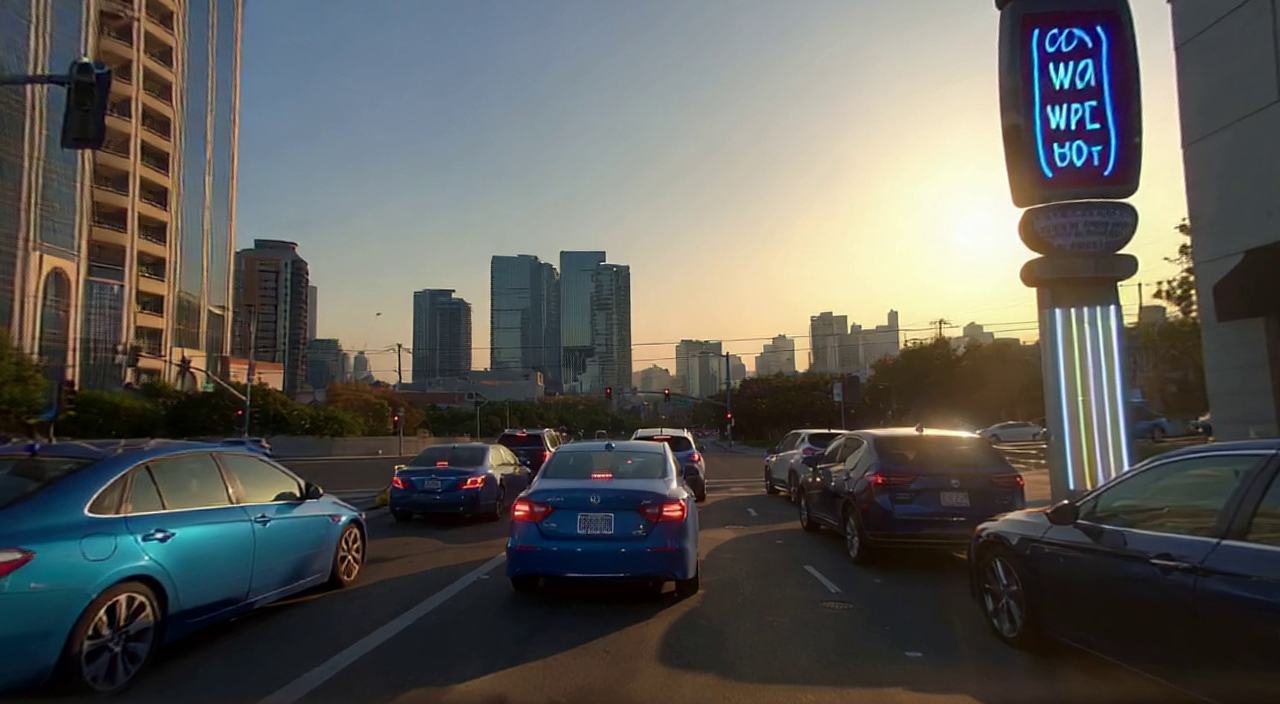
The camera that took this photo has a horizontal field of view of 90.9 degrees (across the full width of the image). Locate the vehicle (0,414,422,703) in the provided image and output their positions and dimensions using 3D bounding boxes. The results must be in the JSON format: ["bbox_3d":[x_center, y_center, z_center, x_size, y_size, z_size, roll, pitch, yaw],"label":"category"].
[{"bbox_3d":[-3.413,1.302,4.714,1.980,1.454,4.226,0,-8,1],"label":"vehicle"}]

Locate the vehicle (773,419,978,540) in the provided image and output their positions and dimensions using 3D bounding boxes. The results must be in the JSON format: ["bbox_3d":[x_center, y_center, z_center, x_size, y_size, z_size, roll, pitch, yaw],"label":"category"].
[{"bbox_3d":[3.758,2.106,11.028,2.007,1.683,4.171,0,-8,1],"label":"vehicle"}]

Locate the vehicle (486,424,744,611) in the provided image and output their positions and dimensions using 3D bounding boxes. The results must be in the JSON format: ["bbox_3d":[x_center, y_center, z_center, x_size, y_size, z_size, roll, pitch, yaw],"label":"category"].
[{"bbox_3d":[-0.188,1.625,7.111,2.059,1.477,3.988,0,-8,0],"label":"vehicle"}]

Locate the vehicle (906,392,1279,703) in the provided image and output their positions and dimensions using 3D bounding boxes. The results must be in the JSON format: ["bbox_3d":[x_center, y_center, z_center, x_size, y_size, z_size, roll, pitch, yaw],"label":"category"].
[{"bbox_3d":[3.400,1.071,3.490,1.981,1.499,4.536,0,-8,2],"label":"vehicle"}]
